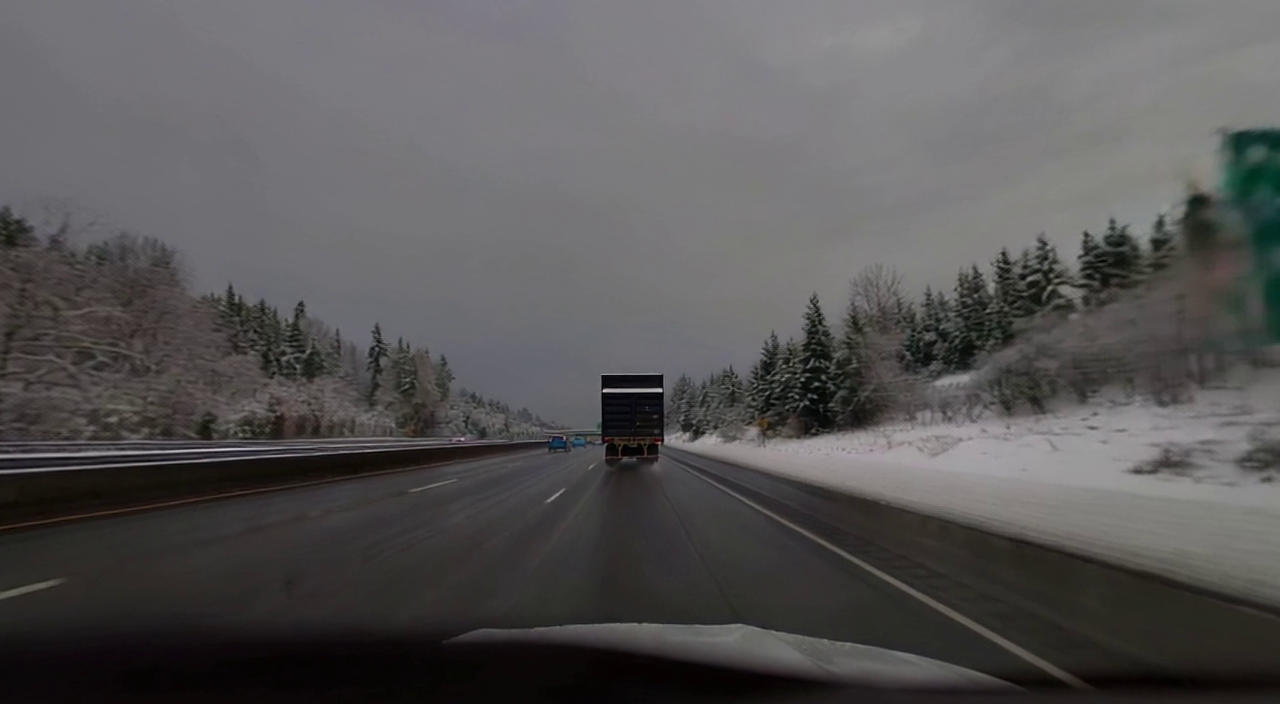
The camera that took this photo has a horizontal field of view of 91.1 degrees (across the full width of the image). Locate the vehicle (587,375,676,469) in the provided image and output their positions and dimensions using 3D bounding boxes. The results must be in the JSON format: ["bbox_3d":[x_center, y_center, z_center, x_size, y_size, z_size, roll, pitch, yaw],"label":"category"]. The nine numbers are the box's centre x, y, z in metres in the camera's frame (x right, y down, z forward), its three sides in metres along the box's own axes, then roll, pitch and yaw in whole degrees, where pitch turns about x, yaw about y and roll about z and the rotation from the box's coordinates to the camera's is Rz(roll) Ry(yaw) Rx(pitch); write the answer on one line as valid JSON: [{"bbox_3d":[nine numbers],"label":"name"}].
[{"bbox_3d":[-0.417,3.496,30.322,3.033,3.223,14.836,4,-7,0],"label":"vehicle"}]
